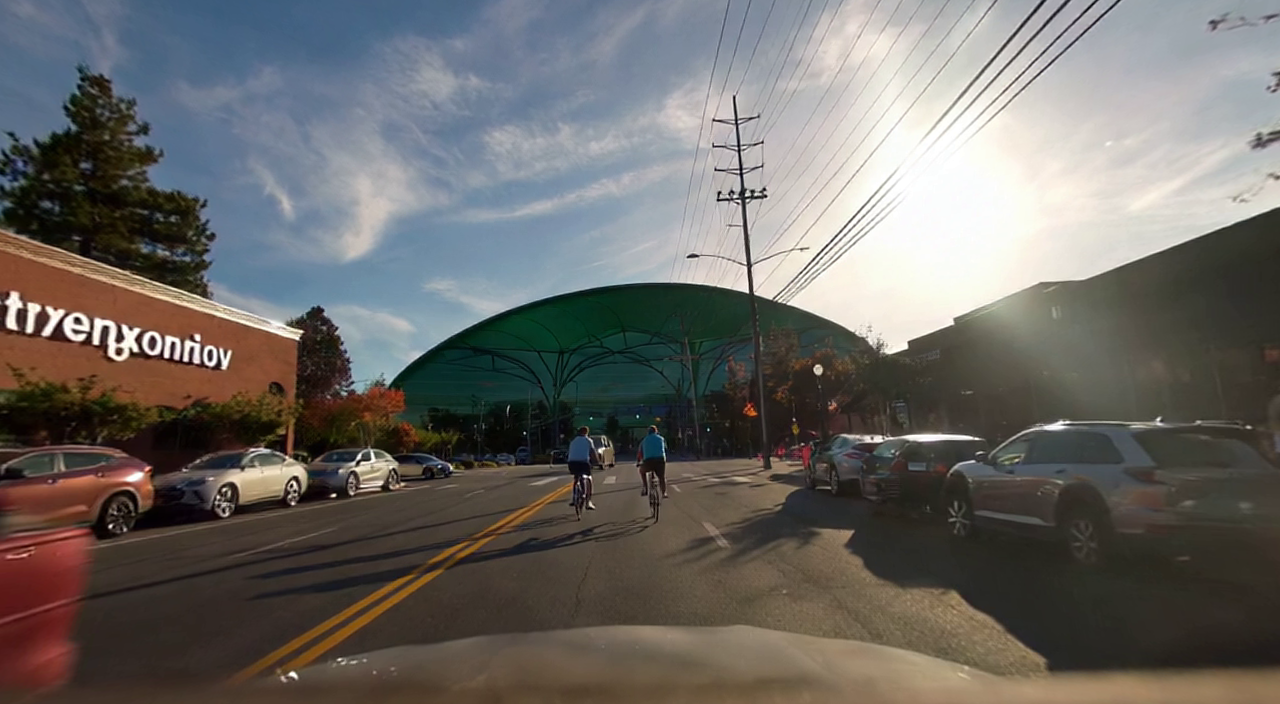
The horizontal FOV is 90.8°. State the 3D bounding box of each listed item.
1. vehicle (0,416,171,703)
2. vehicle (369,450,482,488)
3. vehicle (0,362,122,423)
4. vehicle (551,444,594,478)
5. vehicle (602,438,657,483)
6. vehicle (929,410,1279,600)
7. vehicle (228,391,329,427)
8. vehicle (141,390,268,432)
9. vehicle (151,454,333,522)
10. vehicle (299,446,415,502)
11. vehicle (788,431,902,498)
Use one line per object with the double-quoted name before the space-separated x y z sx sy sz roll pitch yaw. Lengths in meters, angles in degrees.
"vehicle" -3.988 0.891 1.756 2.059 1.519 4.351 0 -8 -1
"vehicle" -10.930 5.975 32.490 4.961 1.832 2.287 0 -9 1
"vehicle" -17.337 1.194 18.096 3.445 1.576 1.787 -1 -7 2
"vehicle" -4.186 6.838 39.964 2.184 1.954 4.898 0 -8 0
"vehicle" -0.422 4.629 27.262 2.190 1.783 4.048 0 -8 0
"vehicle" 5.544 1.650 7.735 1.972 1.623 4.469 0 -8 1
"vehicle" -17.195 2.727 30.154 3.685 1.584 1.708 1 -9 -3
"vehicle" -17.339 2.385 25.272 3.750 1.495 1.727 -1 -8 -2
"vehicle" -10.327 3.524 16.929 1.904 1.495 4.585 0 -8 0
"vehicle" -10.301 4.435 23.504 2.075 1.816 4.900 0 -8 -1
"vehicle" 5.761 3.192 18.290 1.873 1.714 3.979 0 -8 -1
